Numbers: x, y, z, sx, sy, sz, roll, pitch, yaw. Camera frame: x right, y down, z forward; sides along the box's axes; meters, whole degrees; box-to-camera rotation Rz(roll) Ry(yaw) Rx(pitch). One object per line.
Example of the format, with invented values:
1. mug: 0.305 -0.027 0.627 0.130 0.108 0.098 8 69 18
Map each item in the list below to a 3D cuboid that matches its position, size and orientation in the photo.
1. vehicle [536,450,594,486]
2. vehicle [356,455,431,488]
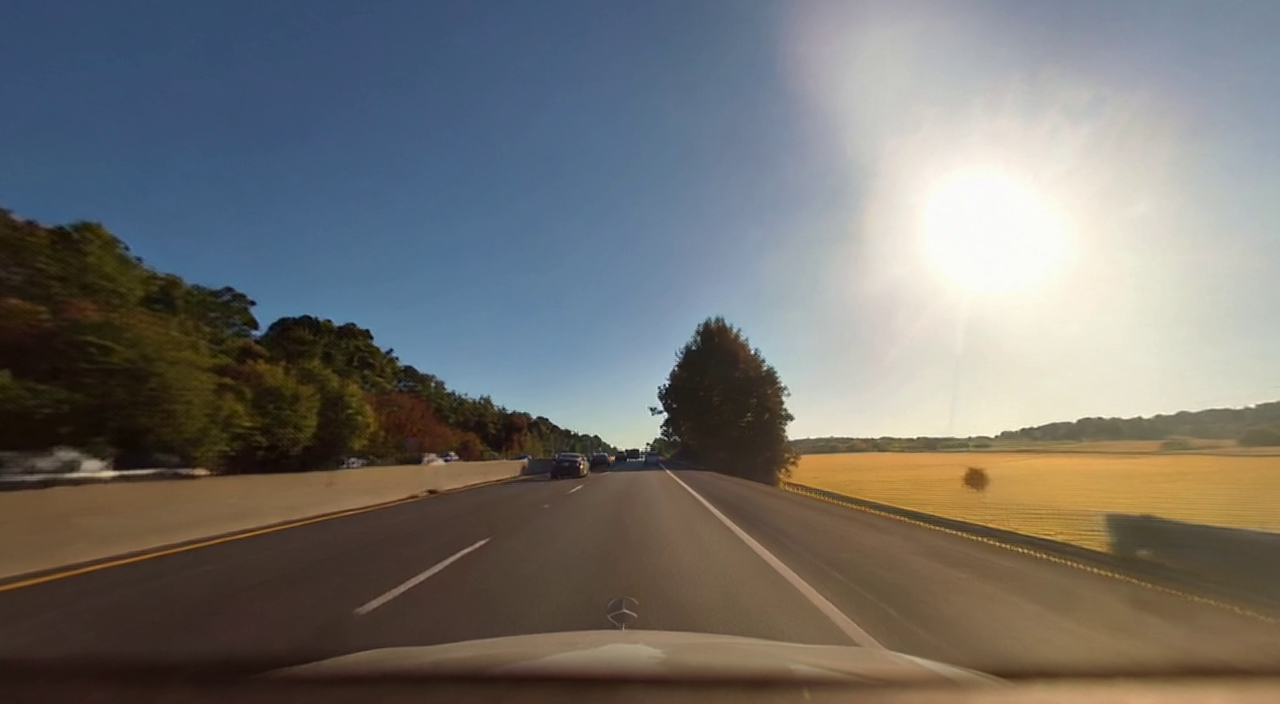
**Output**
1. vehicle: -3.238 5.118 28.064 1.970 1.483 4.097 -1 -9 1
2. vehicle: -12.143 5.881 31.385 1.931 1.490 4.511 0 -9 0
